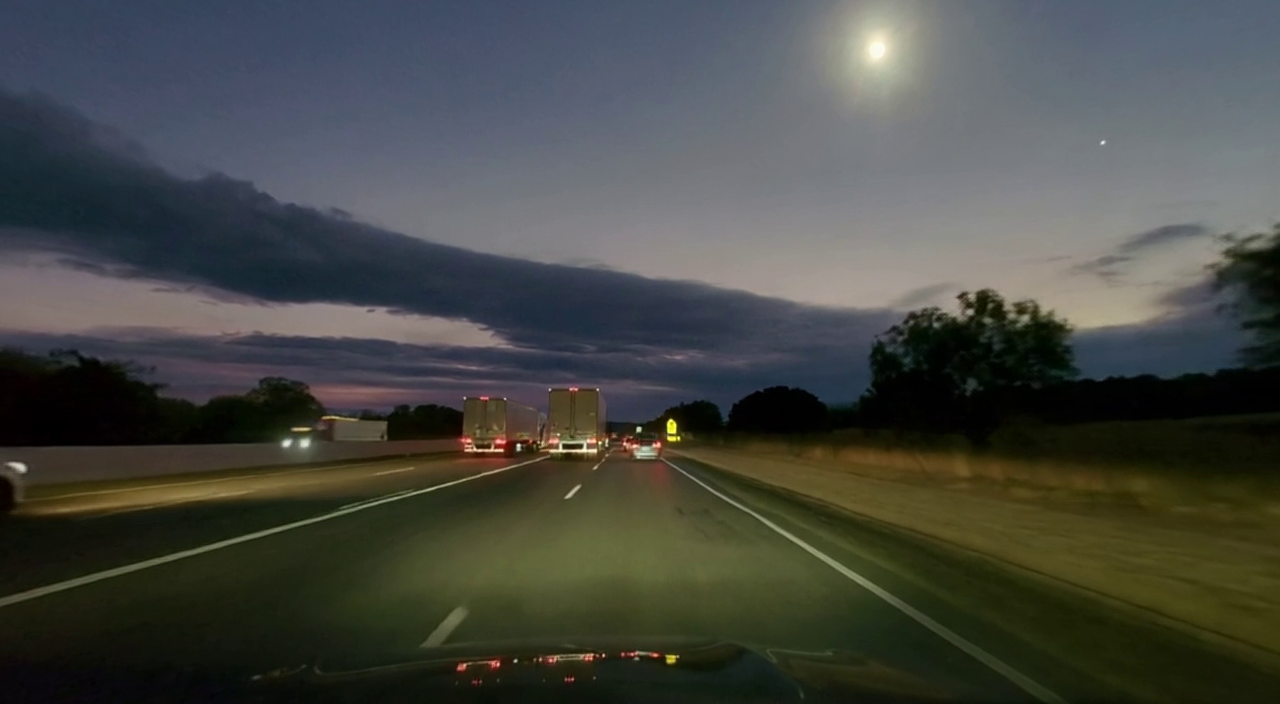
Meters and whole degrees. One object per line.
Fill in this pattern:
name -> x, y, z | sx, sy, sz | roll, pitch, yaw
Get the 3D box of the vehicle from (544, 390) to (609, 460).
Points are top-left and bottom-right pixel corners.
vehicle -> -4.122, 5.425, 45.177 | 3.475, 4.037, 17.454 | 0, -8, -2

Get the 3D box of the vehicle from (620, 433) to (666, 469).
vehicle -> 0.071, 4.403, 28.134 | 1.891, 1.477, 3.599 | 0, -8, -2

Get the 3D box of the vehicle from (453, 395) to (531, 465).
vehicle -> -7.860, 4.325, 34.446 | 2.728, 3.405, 7.096 | 0, -8, -2
